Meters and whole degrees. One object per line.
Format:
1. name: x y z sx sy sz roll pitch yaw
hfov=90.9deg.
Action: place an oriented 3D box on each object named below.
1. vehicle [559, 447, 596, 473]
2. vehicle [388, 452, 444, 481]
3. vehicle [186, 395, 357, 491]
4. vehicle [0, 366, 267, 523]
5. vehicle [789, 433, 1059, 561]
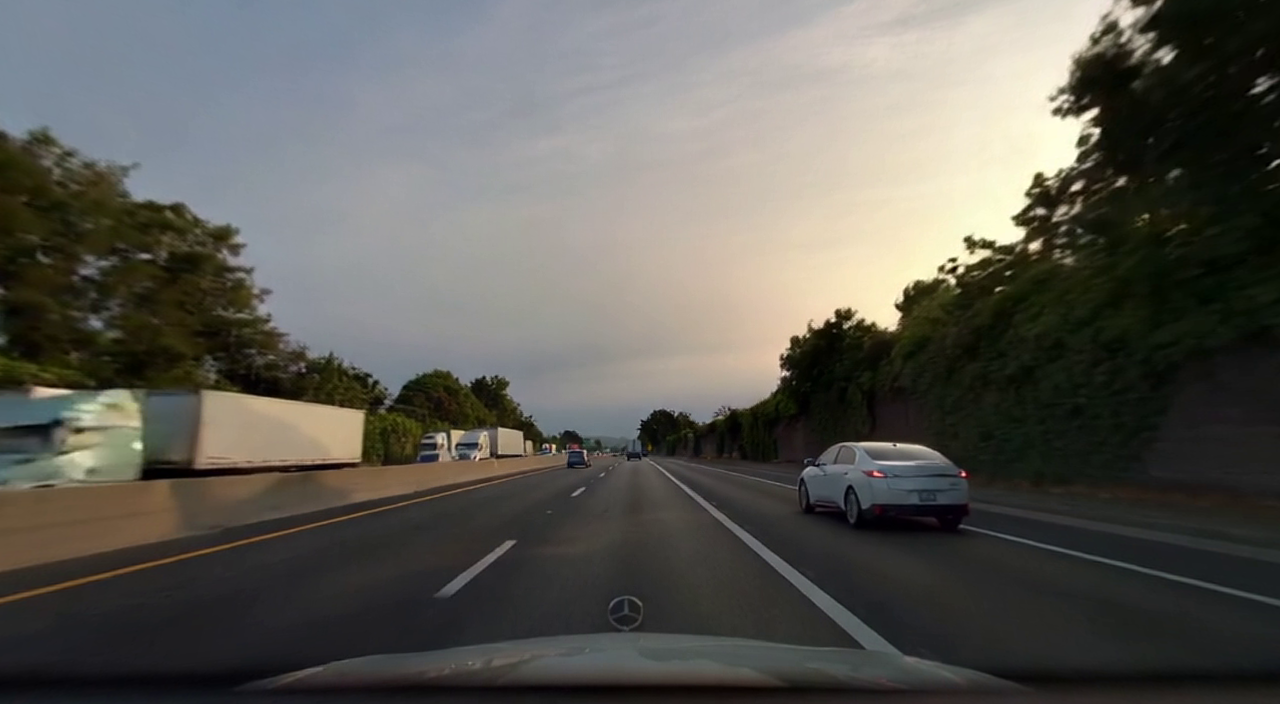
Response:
1. vehicle: -3.915 6.836 40.125 1.978 1.539 3.924 0 -9 0
2. vehicle: -12.707 6.498 35.975 1.783 1.511 3.874 1 -9 -1
3. vehicle: -15.756 4.058 27.871 2.737 3.637 7.760 0 -9 0
4. vehicle: -15.733 2.808 19.099 3.010 3.579 9.290 0 -9 0
5. vehicle: 3.904 2.073 9.734 2.053 1.504 4.386 0 -9 -1
